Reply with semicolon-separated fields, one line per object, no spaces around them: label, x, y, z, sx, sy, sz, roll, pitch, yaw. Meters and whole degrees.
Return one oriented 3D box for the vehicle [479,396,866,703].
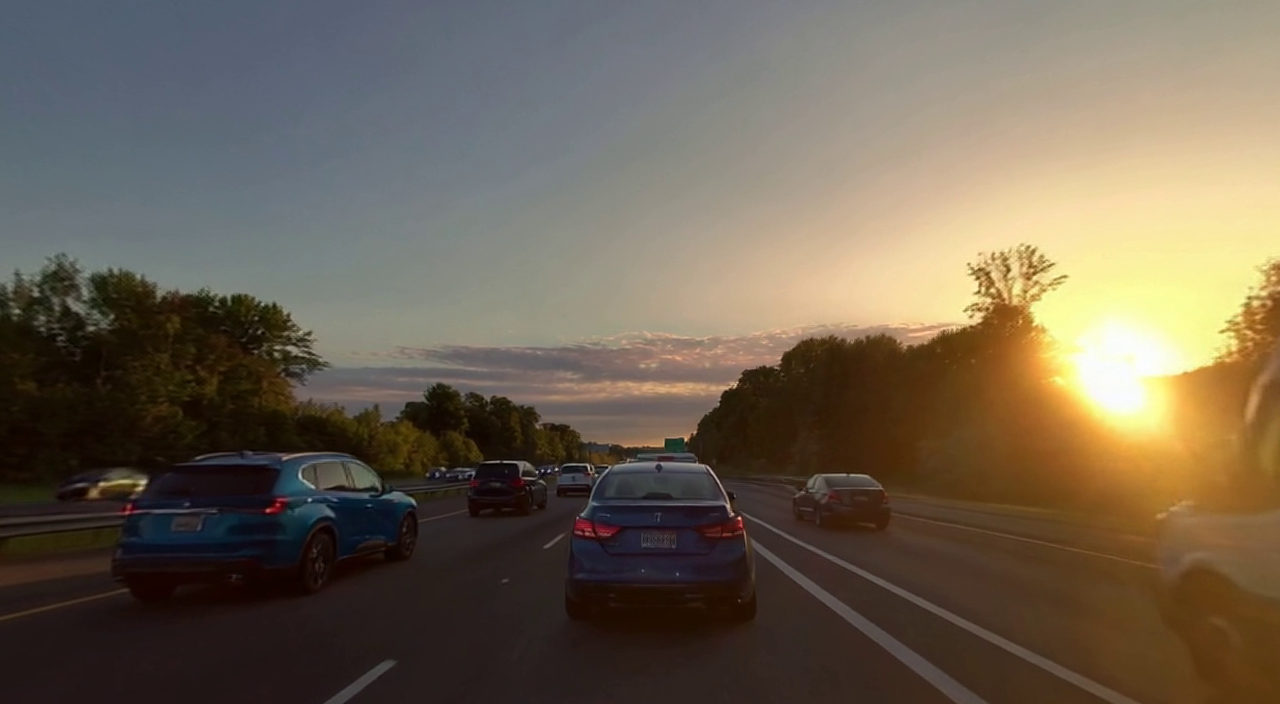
vehicle;0.141;1.493;5.507;2.057;1.725;4.126;1;-11;-1

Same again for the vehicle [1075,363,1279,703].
vehicle;4.394;0.895;2.659;1.984;1.876;4.287;1;-11;0

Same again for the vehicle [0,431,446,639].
vehicle;-3.904;1.807;7.055;1.994;1.556;4.263;0;-11;1
